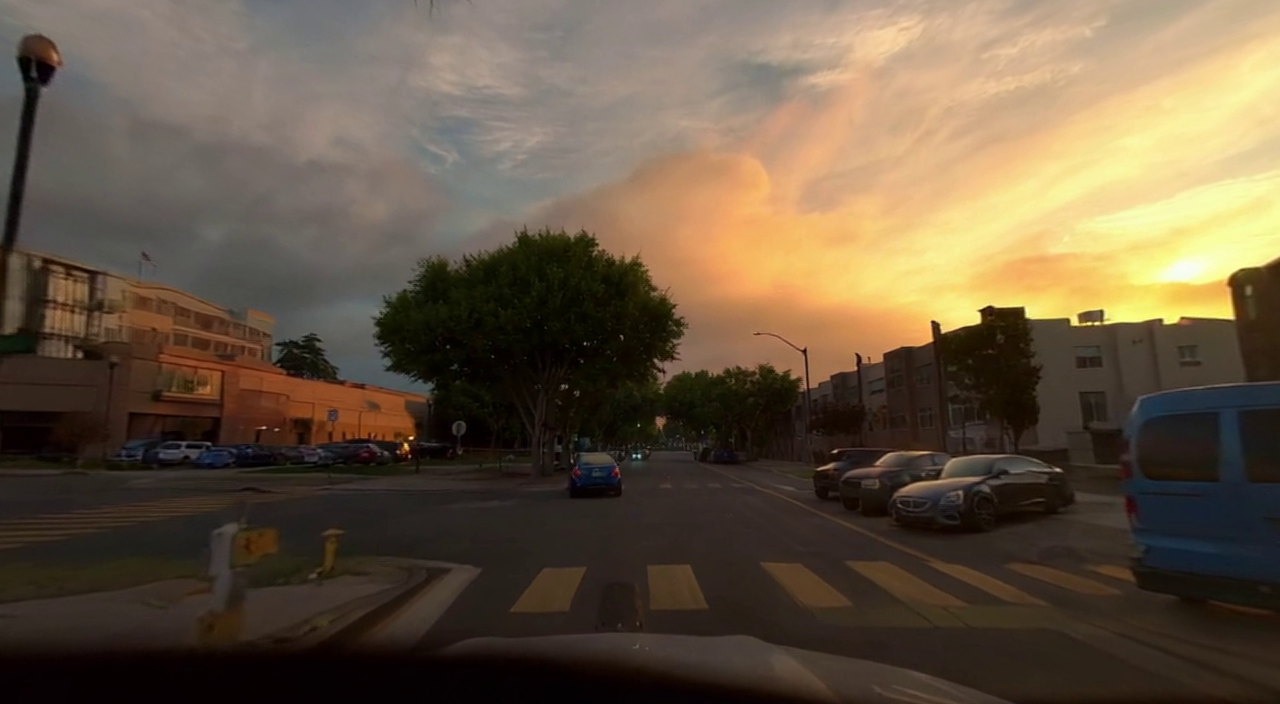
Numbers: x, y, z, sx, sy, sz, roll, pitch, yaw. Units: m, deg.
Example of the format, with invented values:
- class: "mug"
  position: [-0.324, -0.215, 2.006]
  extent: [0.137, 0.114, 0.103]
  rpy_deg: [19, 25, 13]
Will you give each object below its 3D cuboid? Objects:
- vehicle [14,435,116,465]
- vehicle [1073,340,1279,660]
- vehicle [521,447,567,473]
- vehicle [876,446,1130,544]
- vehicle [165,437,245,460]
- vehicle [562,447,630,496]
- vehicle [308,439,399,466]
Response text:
- class: "vehicle"
  position: [-31.828, 5.416, 35.019]
  extent: [3.915, 1.574, 1.850]
  rpy_deg: [0, -9, 3]
- class: "vehicle"
  position: [6.709, 1.190, 5.596]
  extent: [5.385, 2.146, 2.143]
  rpy_deg: [4, -9, -25]
- class: "vehicle"
  position: [-6.025, 6.831, 40.266]
  extent: [2.049, 1.490, 4.501]
  rpy_deg: [0, -8, 2]
- class: "vehicle"
  position: [6.523, 2.437, 11.377]
  extent: [4.097, 1.476, 1.864]
  rpy_deg: [4, -9, -25]
- class: "vehicle"
  position: [-31.930, 7.089, 46.444]
  extent: [4.410, 1.611, 1.880]
  rpy_deg: [0, -8, -1]
- class: "vehicle"
  position: [-1.522, 3.996, 21.578]
  extent: [2.065, 1.450, 4.522]
  rpy_deg: [1, -8, -4]
- class: "vehicle"
  position: [-18.392, 6.481, 40.684]
  extent: [4.892, 1.679, 1.927]
  rpy_deg: [1, -9, -6]
